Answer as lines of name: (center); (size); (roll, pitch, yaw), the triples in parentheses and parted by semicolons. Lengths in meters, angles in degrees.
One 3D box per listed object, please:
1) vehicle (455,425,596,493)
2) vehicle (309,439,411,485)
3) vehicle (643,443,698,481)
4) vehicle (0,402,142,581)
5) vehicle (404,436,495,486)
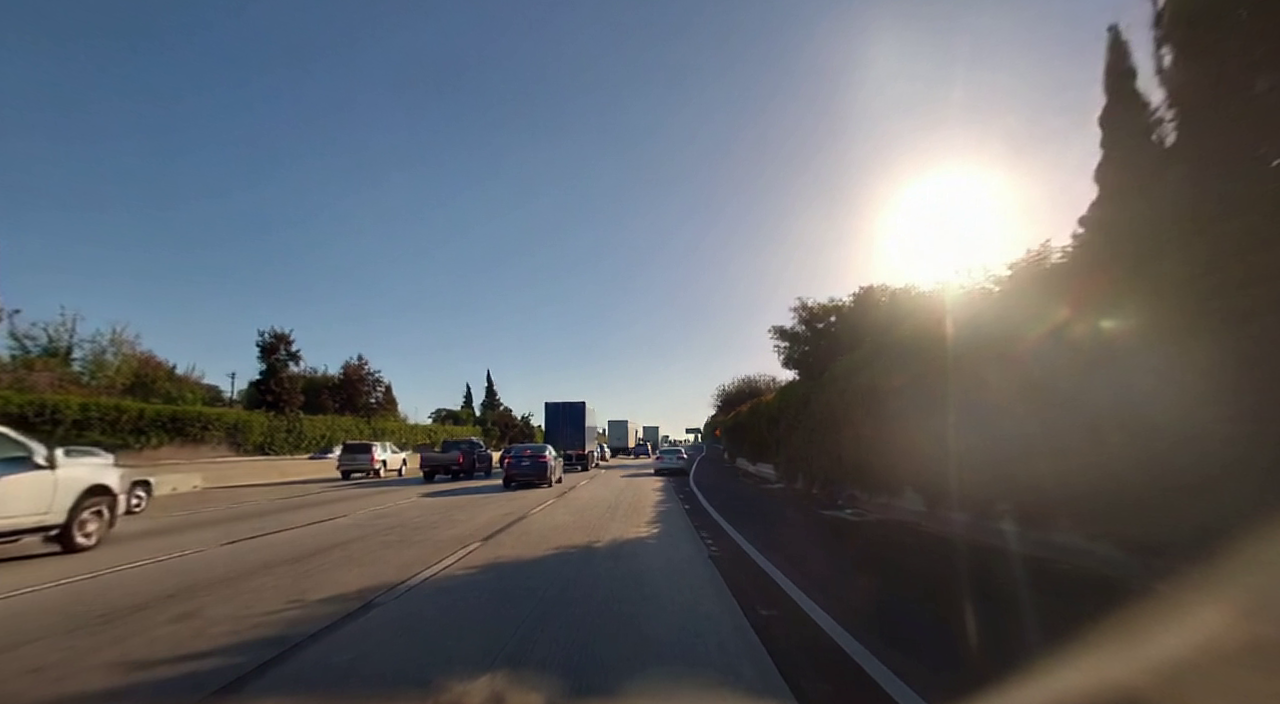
vehicle: (-3.864, 4.225, 25.956); (3.050, 1.964, 15.030); (0, -8, 0)
vehicle: (-11.575, 4.564, 26.505); (2.073, 1.722, 4.664); (0, -8, 1)
vehicle: (1.321, 4.723, 27.374); (2.176, 1.493, 3.955); (-1, -8, 3)
vehicle: (-7.759, 1.358, 5.879); (2.231, 1.827, 4.824); (-1, -8, 1)
vehicle: (-7.312, 4.217, 24.733); (2.039, 1.769, 4.552); (-1, -8, 2)
